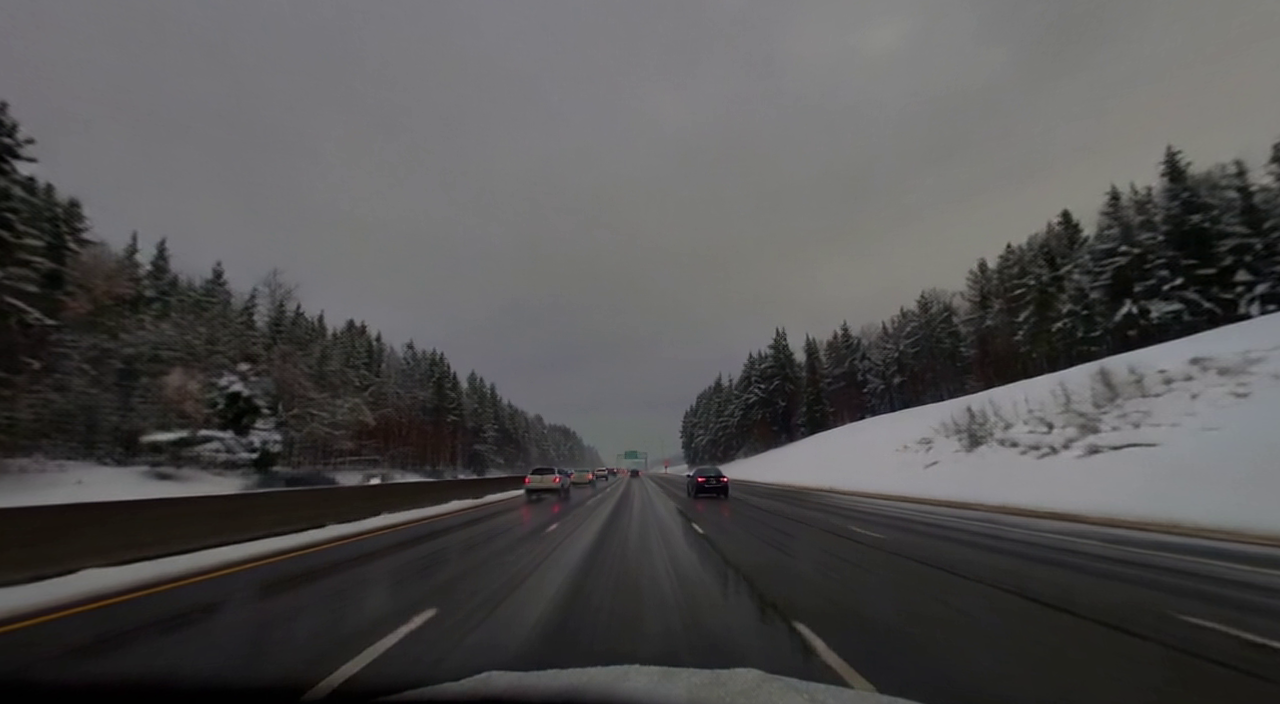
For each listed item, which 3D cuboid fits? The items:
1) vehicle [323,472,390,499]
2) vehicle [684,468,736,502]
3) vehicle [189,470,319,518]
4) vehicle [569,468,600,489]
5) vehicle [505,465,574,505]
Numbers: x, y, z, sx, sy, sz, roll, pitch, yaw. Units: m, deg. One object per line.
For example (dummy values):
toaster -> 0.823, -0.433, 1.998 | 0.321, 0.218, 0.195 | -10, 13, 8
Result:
vehicle -> -16.914, 7.987, 37.871 | 1.893, 1.458, 4.576 | 1, -11, 0
vehicle -> 3.333, 6.438, 30.762 | 1.981, 1.516, 4.109 | 1, -11, -1
vehicle -> -12.638, 4.650, 20.968 | 1.763, 1.412, 4.029 | 1, -11, 0
vehicle -> -4.156, 9.585, 47.866 | 2.000, 1.484, 3.995 | 1, -11, -1
vehicle -> -3.981, 5.416, 25.925 | 2.004, 1.468, 4.812 | 0, -11, 0
